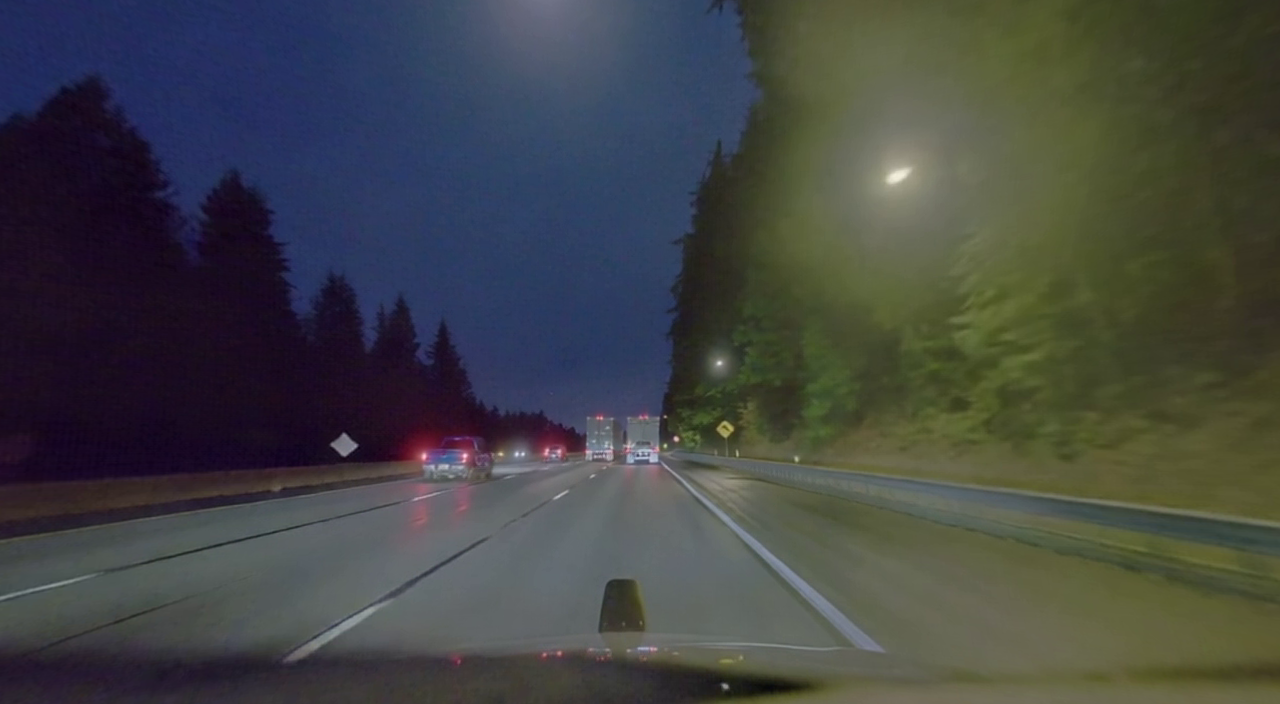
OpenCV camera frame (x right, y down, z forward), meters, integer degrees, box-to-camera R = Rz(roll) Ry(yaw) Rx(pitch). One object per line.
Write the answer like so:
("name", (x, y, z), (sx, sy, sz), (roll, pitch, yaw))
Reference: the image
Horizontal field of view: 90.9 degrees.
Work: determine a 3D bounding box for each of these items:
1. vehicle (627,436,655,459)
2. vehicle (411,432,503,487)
("vehicle", (0.075, 7.403, 48.997), (2.072, 1.630, 4.529), (0, -8, 0))
("vehicle", (-6.830, 4.047, 24.169), (2.149, 1.884, 4.627), (0, -8, -1))
